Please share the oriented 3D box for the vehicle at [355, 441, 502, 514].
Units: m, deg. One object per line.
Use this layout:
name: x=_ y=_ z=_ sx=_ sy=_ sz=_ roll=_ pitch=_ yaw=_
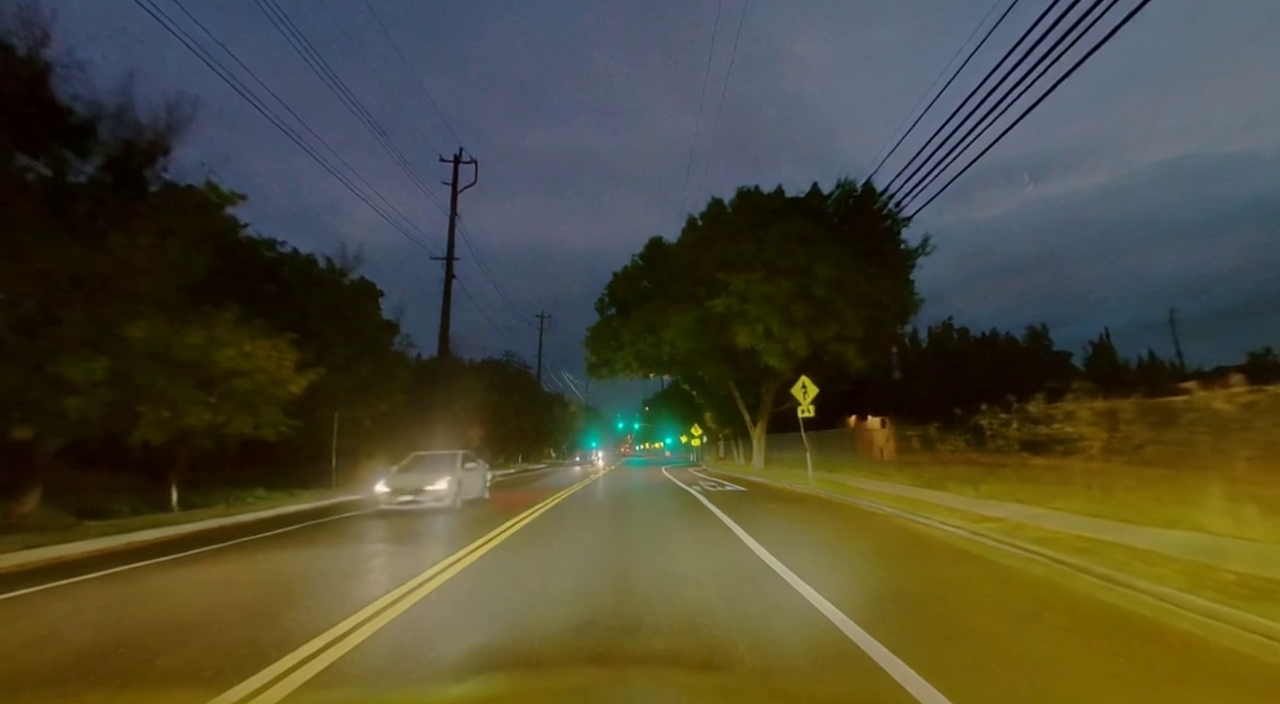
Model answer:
vehicle: x=-5.030 y=3.026 z=15.839 sx=2.093 sy=1.523 sz=4.536 roll=0 pitch=-8 yaw=0
